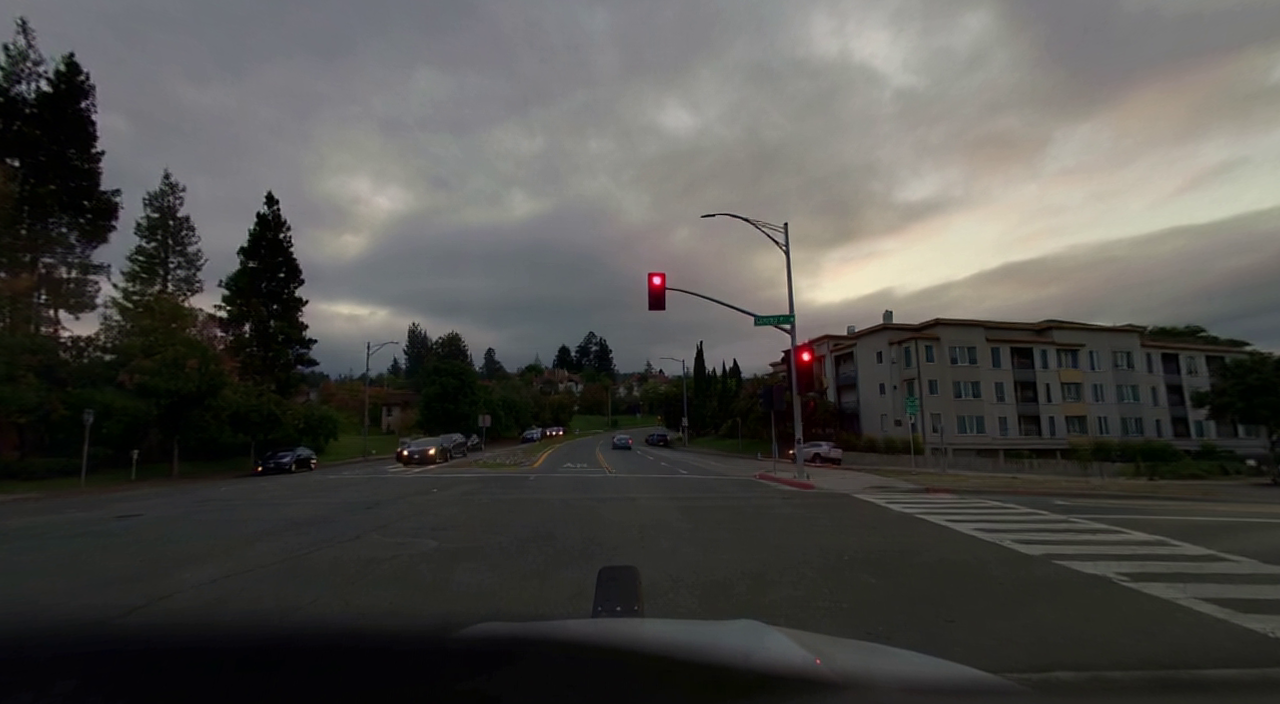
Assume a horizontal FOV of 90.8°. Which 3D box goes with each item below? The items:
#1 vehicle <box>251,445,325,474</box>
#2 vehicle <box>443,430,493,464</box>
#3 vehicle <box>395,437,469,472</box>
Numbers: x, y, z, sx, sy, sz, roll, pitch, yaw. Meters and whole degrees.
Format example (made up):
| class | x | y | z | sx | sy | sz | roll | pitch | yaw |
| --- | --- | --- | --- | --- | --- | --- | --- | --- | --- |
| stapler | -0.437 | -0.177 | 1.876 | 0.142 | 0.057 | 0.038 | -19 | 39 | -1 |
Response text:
| class | x | y | z | sx | sy | sz | roll | pitch | yaw |
| --- | --- | --- | --- | --- | --- | --- | --- | --- | --- |
| vehicle | -21.093 | 6.452 | 38.095 | 1.981 | 1.628 | 4.336 | 0 | -9 | -1 |
| vehicle | -9.771 | 5.453 | 36.172 | 1.910 | 1.818 | 4.057 | 0 | -9 | -3 |
| vehicle | -9.664 | 4.798 | 29.781 | 2.116 | 1.521 | 4.294 | 0 | -9 | -1 |
